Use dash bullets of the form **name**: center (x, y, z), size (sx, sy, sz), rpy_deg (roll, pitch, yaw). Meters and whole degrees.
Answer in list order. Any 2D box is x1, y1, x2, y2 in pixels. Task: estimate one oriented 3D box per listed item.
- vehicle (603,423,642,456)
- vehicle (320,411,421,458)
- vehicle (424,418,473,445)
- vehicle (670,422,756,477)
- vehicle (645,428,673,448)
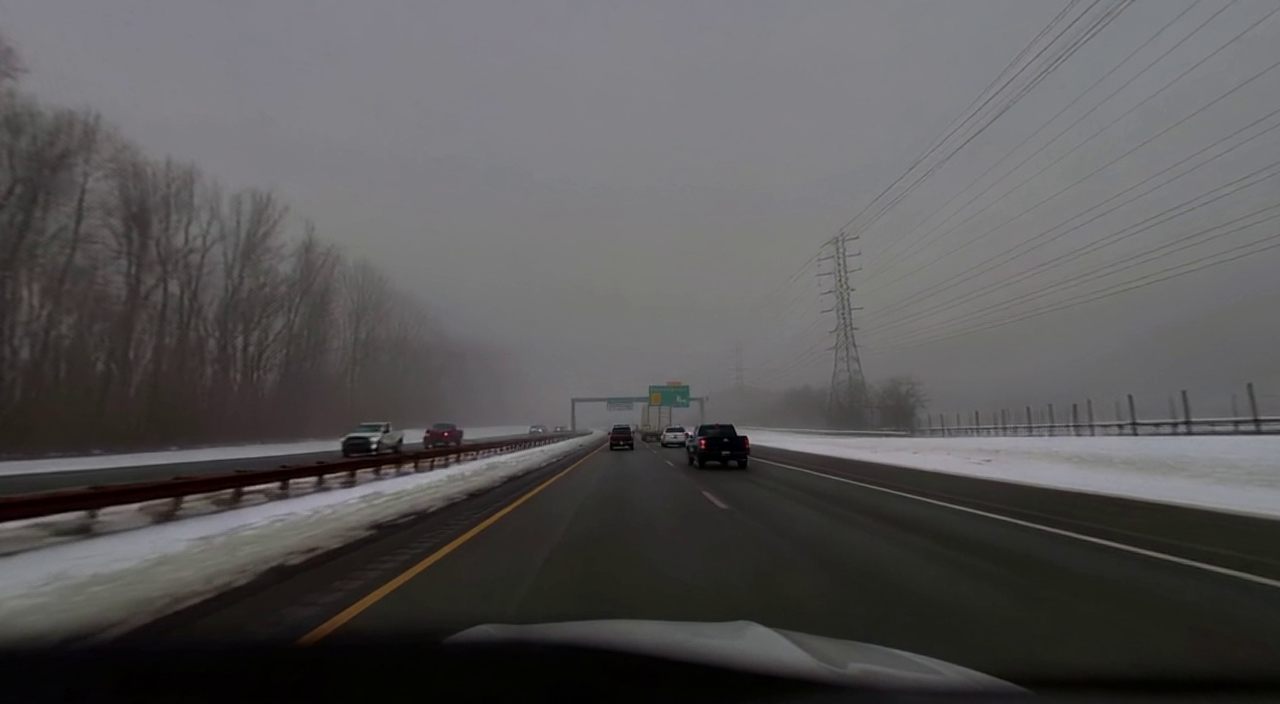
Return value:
- **vehicle**: center (-0.938, 4.746, 34.152), size (2.019, 1.642, 3.790), rpy_deg (0, -8, -1)
- **vehicle**: center (-9.879, 3.095, 23.447), size (1.937, 1.573, 4.369), rpy_deg (0, -8, -2)
- **vehicle**: center (-14.092, 5.900, 46.581), size (2.185, 1.904, 4.842), rpy_deg (0, -8, -1)
- **vehicle**: center (2.229, 3.122, 20.334), size (2.062, 1.581, 3.914), rpy_deg (0, -8, -4)
- **vehicle**: center (1.408, 6.586, 48.299), size (1.807, 1.484, 3.765), rpy_deg (0, -8, -3)
